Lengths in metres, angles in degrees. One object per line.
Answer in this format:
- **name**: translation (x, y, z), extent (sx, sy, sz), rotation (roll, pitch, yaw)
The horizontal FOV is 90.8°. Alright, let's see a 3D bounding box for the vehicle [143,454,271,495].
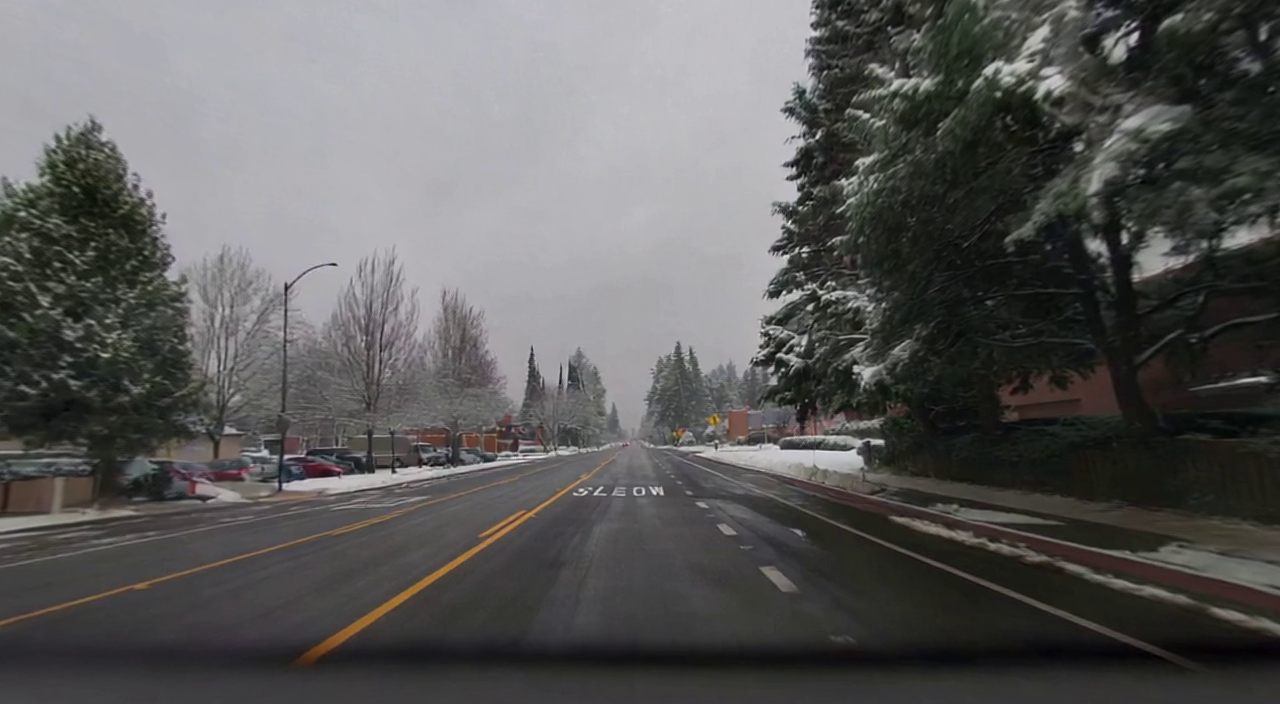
- **vehicle**: translation (-19.298, 5.414, 28.205), extent (4.752, 1.690, 1.990), rotation (-3, -9, 16)

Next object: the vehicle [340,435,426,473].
- **vehicle**: translation (-19.483, 7.706, 47.867), extent (5.971, 2.749, 2.293), rotation (-4, -9, 22)

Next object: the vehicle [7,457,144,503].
- **vehicle**: translation (-24.292, 5.483, 27.468), extent (1.959, 1.697, 4.633), rotation (1, -9, -6)
